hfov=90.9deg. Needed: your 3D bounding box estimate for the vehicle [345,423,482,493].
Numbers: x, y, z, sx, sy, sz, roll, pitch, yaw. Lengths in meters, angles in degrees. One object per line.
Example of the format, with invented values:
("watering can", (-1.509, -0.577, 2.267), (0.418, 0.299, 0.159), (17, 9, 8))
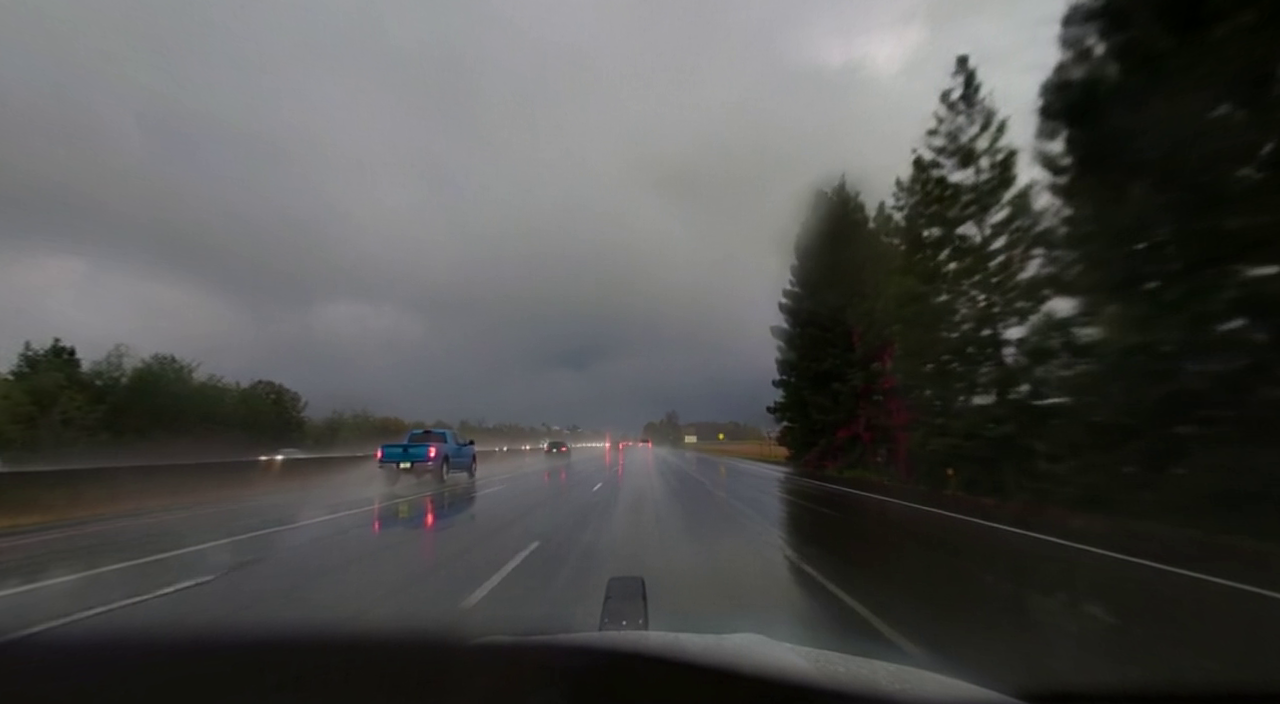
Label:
("vehicle", (-7.015, 3.359, 20.444), (2.156, 1.911, 5.956), (0, -8, 1))
